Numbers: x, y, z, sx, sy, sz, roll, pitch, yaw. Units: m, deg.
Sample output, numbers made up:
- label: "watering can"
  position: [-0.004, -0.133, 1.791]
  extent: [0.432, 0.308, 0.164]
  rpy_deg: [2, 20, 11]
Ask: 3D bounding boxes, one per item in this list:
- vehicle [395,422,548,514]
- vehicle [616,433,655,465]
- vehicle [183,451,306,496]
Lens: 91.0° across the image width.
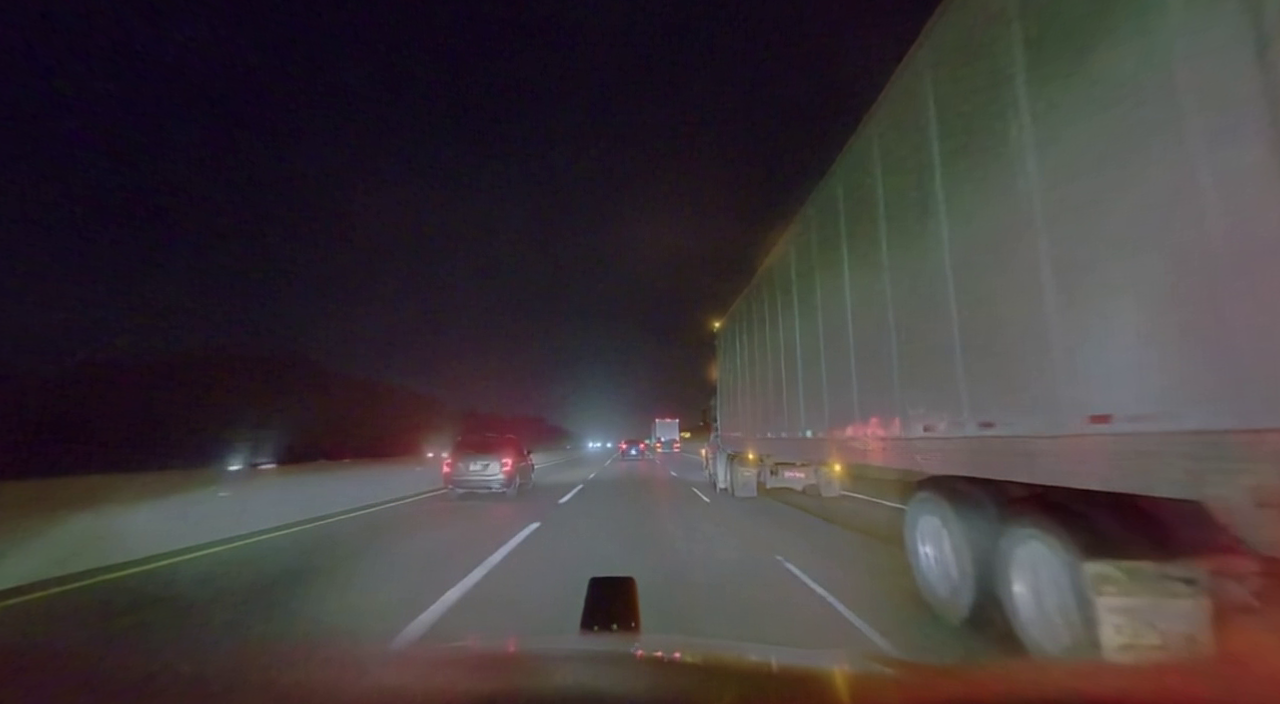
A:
- label: "vehicle"
  position: [-3.617, 2.581, 14.571]
  extent: [2.326, 1.761, 4.450]
  rpy_deg: [0, -8, 0]
- label: "vehicle"
  position: [-0.355, 6.487, 42.231]
  extent: [2.456, 2.007, 4.728]
  rpy_deg: [0, -8, -2]
- label: "vehicle"
  position: [-15.287, 4.678, 24.700]
  extent: [1.933, 1.496, 4.597]
  rpy_deg: [0, -8, -1]
